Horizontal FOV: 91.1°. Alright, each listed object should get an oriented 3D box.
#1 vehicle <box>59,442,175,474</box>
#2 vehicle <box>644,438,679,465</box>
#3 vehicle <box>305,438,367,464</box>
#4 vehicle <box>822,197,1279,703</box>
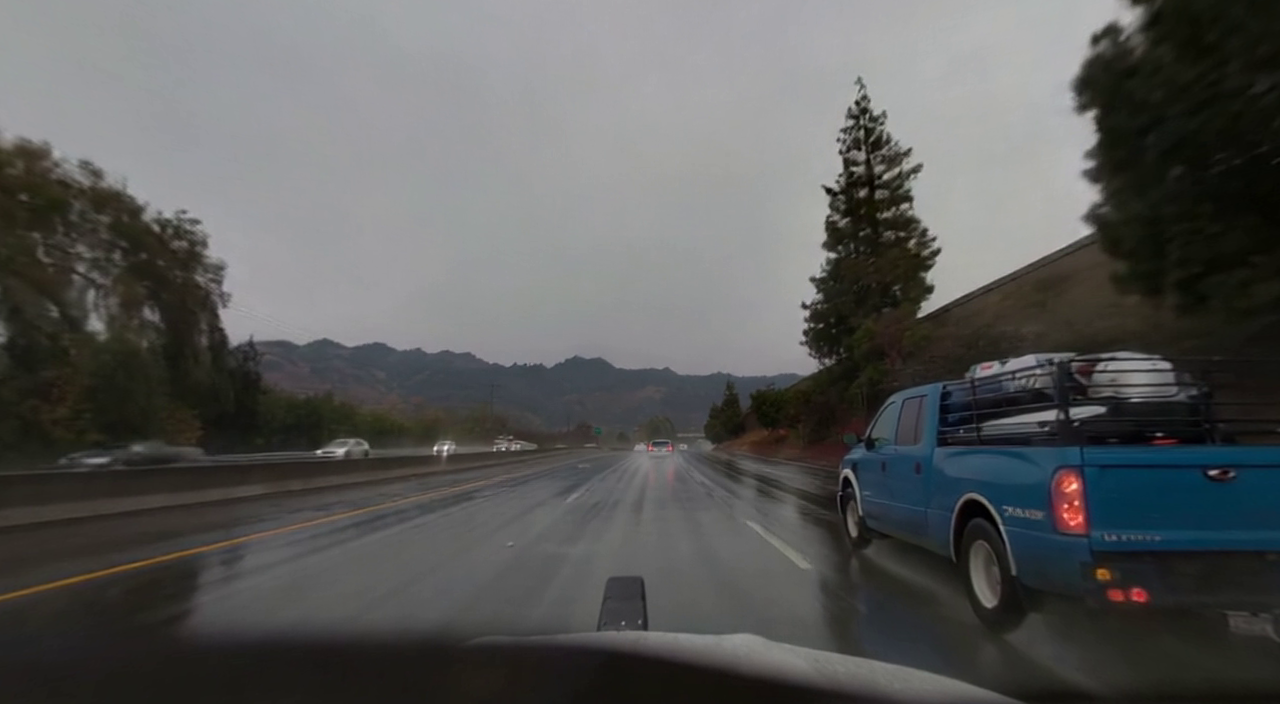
[{"bbox_3d":[-25.803,5.234,31.208,1.834,1.460,4.512,0,-9,1],"label":"vehicle"},{"bbox_3d":[1.245,6.088,38.570,2.034,1.549,4.147,0,-9,0],"label":"vehicle"},{"bbox_3d":[-21.528,7.032,44.669,1.929,1.674,4.486,0,-9,3],"label":"vehicle"},{"bbox_3d":[3.773,0.968,5.358,2.538,2.228,6.370,0,-9,0],"label":"vehicle"}]
